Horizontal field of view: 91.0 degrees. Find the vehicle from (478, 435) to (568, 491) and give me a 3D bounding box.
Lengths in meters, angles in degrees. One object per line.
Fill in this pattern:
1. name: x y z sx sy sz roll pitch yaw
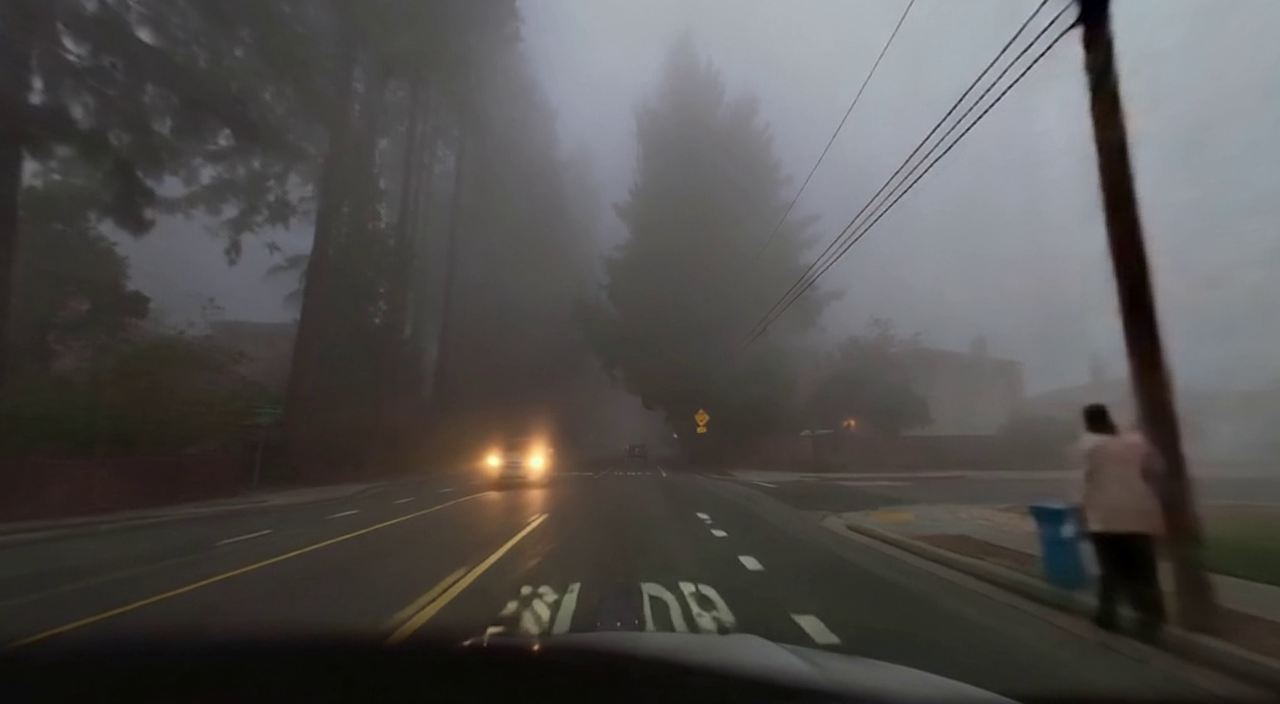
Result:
1. vehicle: -4.051 3.968 22.850 2.267 1.768 4.911 0 -9 1
